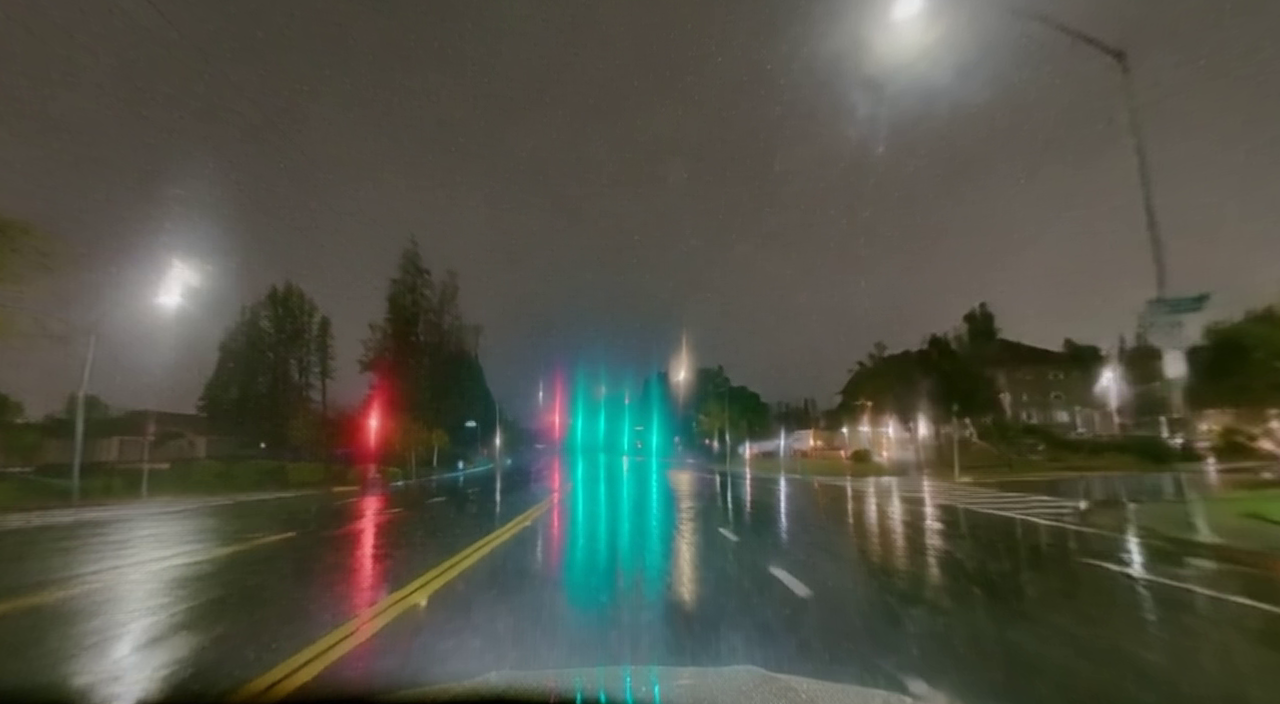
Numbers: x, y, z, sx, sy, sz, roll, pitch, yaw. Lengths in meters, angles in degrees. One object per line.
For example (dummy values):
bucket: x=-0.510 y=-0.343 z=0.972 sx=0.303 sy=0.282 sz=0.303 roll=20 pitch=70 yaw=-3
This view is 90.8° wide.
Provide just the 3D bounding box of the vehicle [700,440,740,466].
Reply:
vehicle: x=5.475 y=6.991 z=43.786 sx=2.024 sy=1.710 sz=4.525 roll=0 pitch=-9 yaw=-2
